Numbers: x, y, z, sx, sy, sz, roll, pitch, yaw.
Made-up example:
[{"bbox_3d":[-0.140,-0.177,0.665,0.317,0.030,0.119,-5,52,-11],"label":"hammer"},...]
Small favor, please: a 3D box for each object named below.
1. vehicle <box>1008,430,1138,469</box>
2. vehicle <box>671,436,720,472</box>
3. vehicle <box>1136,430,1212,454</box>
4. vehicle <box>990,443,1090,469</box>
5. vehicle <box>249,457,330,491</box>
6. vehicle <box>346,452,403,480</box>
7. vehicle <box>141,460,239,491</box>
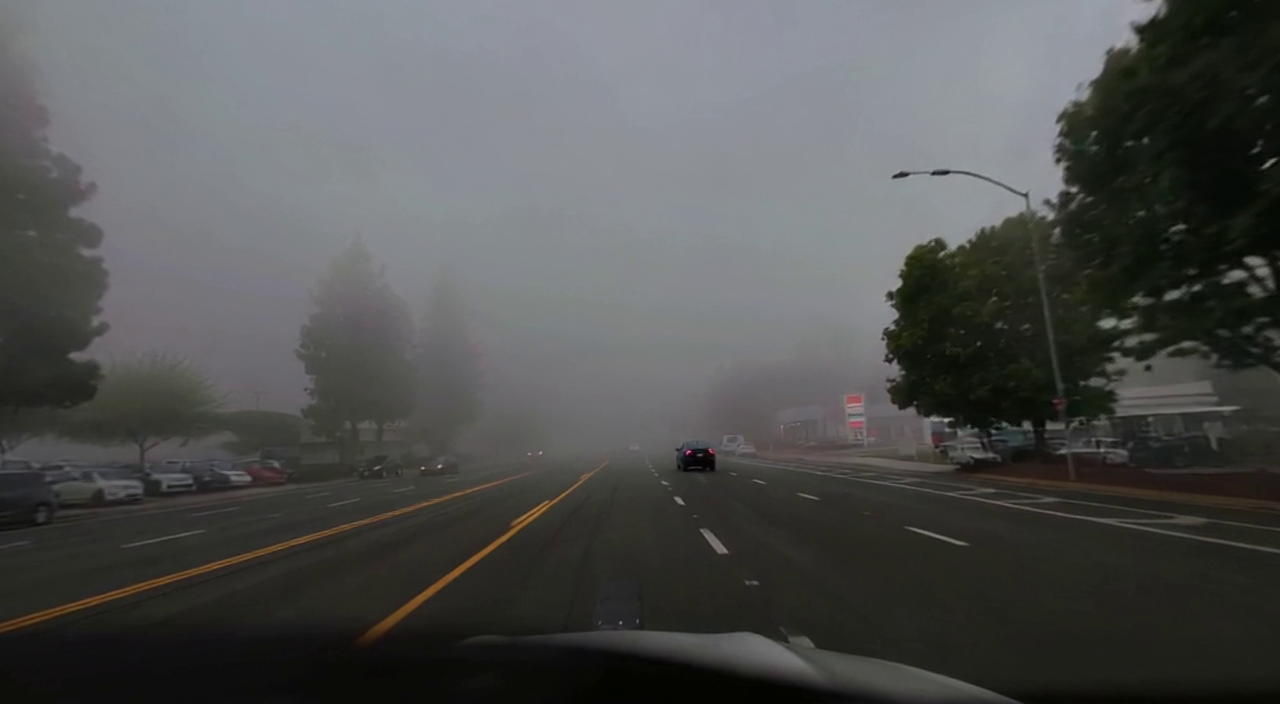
[{"bbox_3d":[25.854,5.852,37.988,2.185,2.098,5.912,6,-11,-35],"label":"vehicle"},{"bbox_3d":[2.672,5.082,31.556,1.957,1.643,4.226,0,-9,-2],"label":"vehicle"},{"bbox_3d":[41.098,6.972,48.676,1.803,1.703,4.043,7,-11,-37],"label":"vehicle"},{"bbox_3d":[23.180,6.023,36.781,1.777,1.432,4.487,7,-11,-37],"label":"vehicle"},{"bbox_3d":[-17.987,6.257,32.668,1.858,1.600,4.118,0,-9,-1],"label":"vehicle"},{"bbox_3d":[-18.152,7.799,43.480,2.045,1.727,4.503,0,-9,-1],"label":"vehicle"},{"bbox_3d":[-24.061,6.611,34.021,1.831,1.452,4.727,0,-9,-1],"label":"vehicle"}]
